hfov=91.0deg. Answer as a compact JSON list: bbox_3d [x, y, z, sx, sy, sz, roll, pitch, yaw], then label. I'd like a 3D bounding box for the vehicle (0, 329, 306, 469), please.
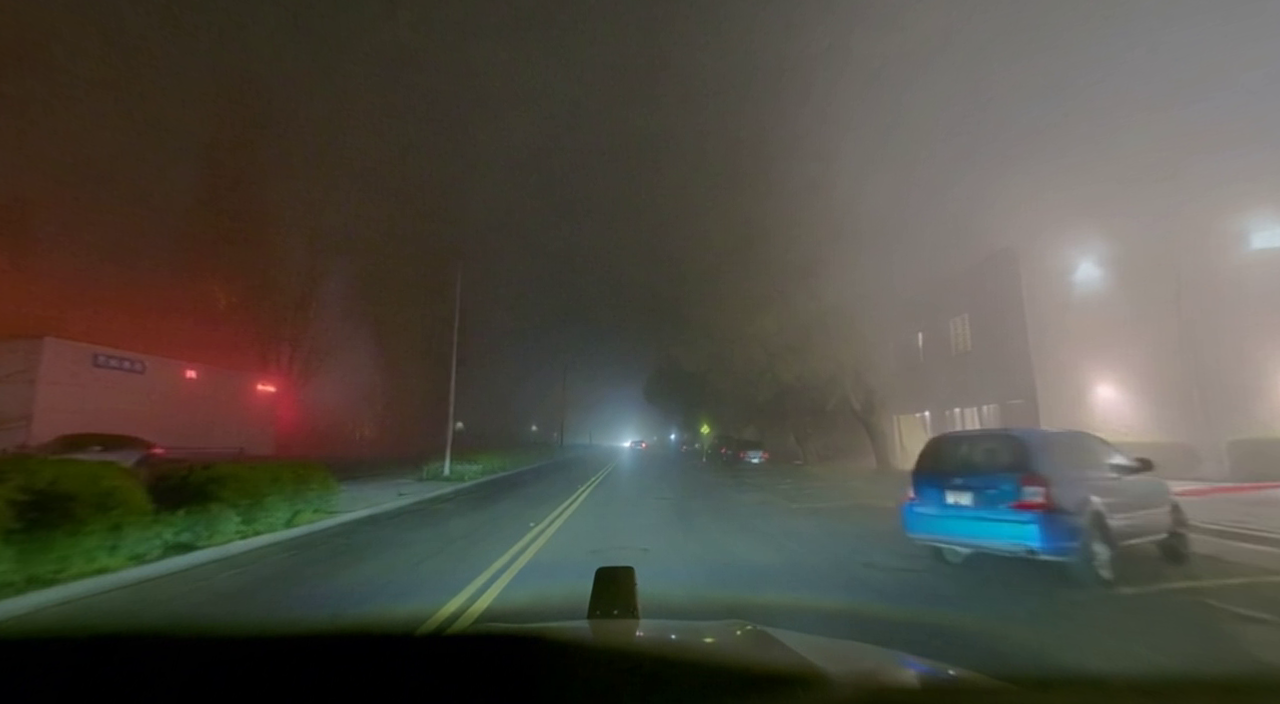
[{"bbox_3d":[-18.858,2.347,25.575,3.054,4.140,14.110,-1,-8,-1],"label":"vehicle"}]

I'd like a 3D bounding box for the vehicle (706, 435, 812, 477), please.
[{"bbox_3d":[4.614,3.961,24.287,3.896,1.488,1.868,6,-10,-38],"label":"vehicle"}]

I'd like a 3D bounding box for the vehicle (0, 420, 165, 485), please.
[{"bbox_3d":[-15.377,2.626,16.672,1.909,1.465,4.758,0,-8,-1],"label":"vehicle"}]

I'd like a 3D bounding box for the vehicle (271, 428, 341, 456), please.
[{"bbox_3d":[-18.944,5.136,35.913,1.828,1.502,4.103,0,-8,-1],"label":"vehicle"}]

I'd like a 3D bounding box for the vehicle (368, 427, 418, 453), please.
[{"bbox_3d":[-19.057,6.826,48.838,1.963,1.843,4.866,-1,-8,-1],"label":"vehicle"}]

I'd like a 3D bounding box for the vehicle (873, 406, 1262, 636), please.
[{"bbox_3d":[4.539,1.401,6.368,4.720,1.487,1.876,6,-10,-39],"label":"vehicle"}]
